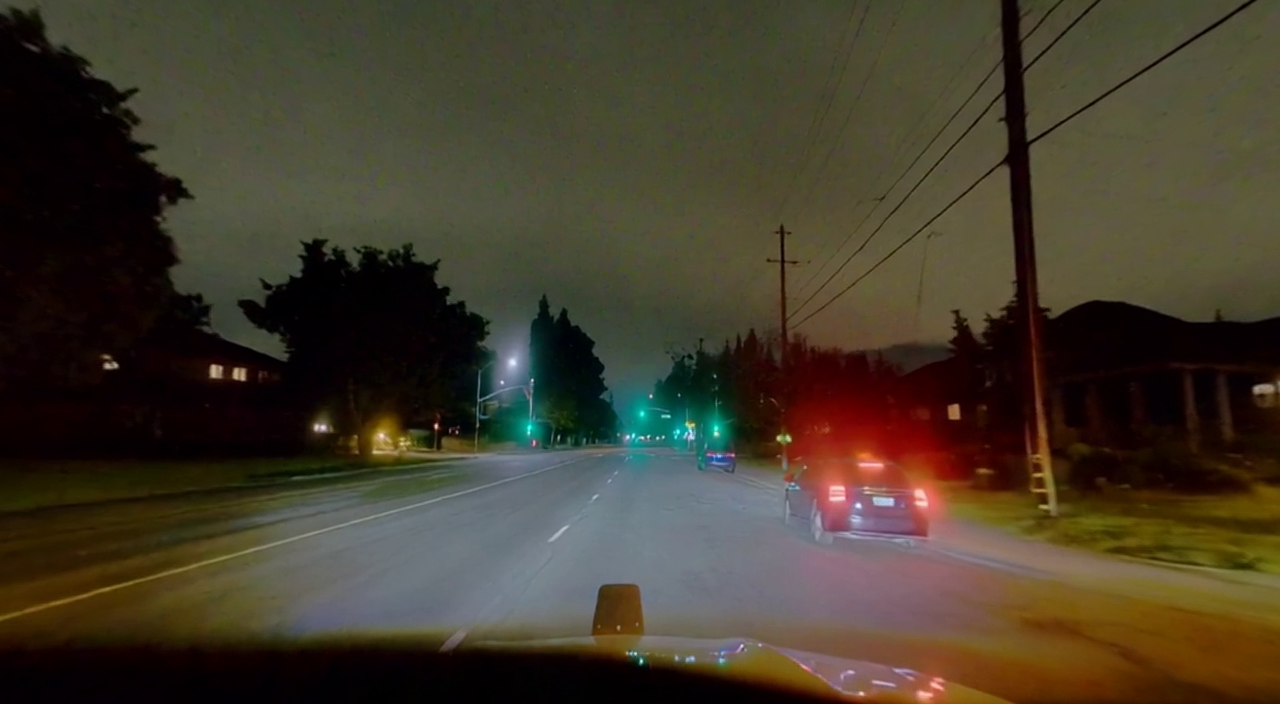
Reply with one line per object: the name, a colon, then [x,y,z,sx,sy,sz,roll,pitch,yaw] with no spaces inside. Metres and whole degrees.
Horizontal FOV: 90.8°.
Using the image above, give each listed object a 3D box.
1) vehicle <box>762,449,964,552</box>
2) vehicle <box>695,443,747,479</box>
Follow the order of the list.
vehicle: [3.817,2.597,11.880,2.031,1.500,4.590,0,-8,-1]
vehicle: [4.086,5.560,32.648,2.020,1.690,4.621,0,-8,-1]
